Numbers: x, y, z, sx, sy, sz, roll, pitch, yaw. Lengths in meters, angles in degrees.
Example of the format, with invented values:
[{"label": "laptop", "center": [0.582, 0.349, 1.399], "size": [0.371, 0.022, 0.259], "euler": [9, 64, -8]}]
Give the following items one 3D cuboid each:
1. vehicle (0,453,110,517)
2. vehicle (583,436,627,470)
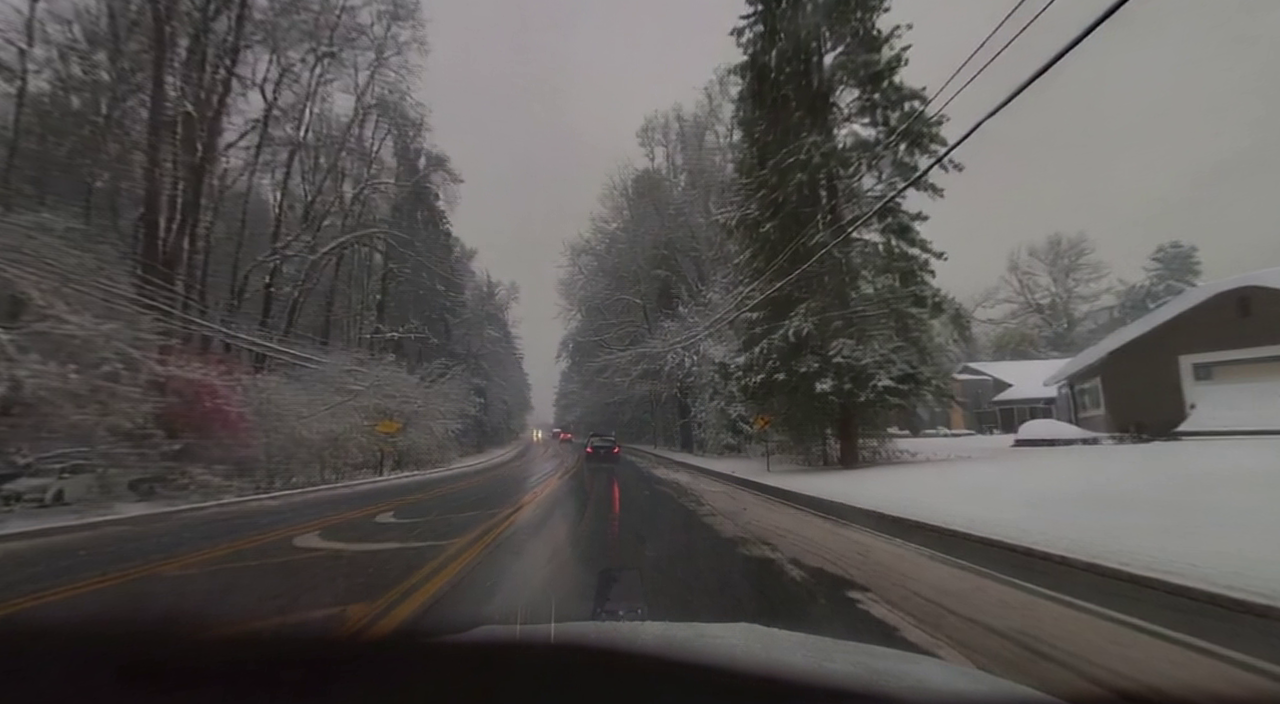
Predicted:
[{"label": "vehicle", "center": [-23.120, 4.952, 24.121], "size": [2.076, 2.085, 5.241], "euler": [2, -9, -13]}, {"label": "vehicle", "center": [-1.856, 5.455, 34.128], "size": [2.216, 1.708, 4.110], "euler": [0, -8, -3]}]
